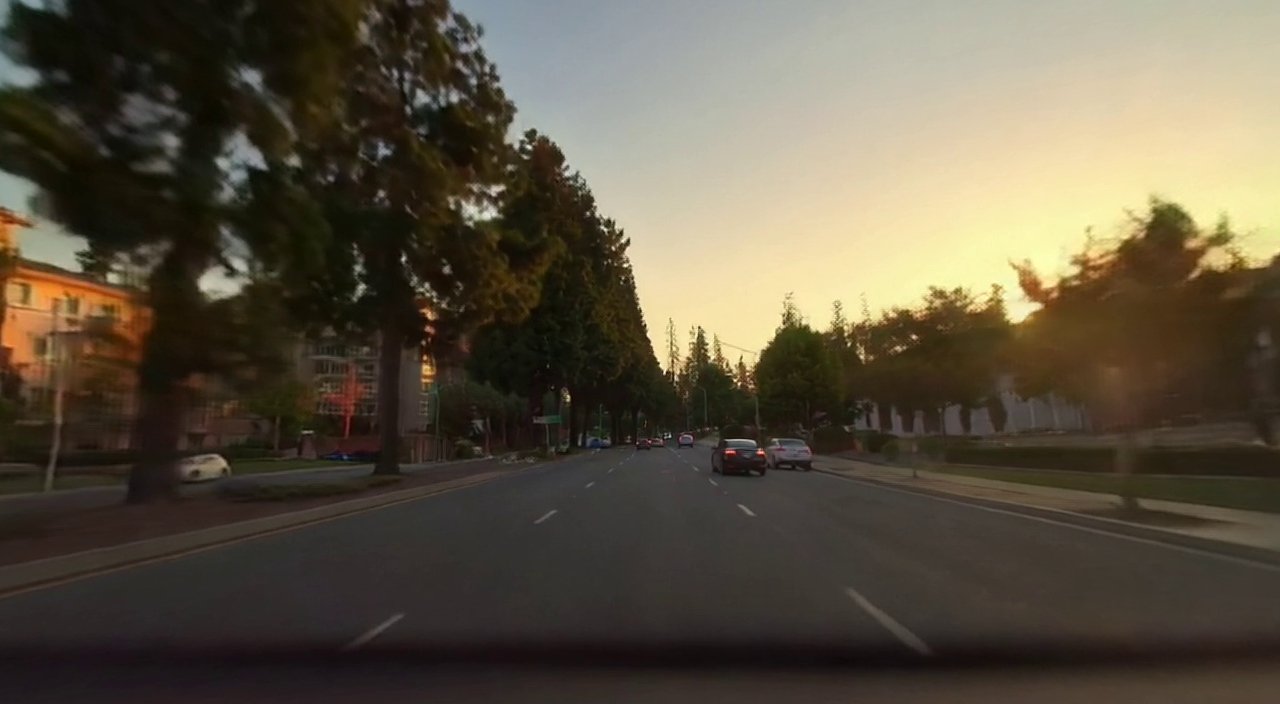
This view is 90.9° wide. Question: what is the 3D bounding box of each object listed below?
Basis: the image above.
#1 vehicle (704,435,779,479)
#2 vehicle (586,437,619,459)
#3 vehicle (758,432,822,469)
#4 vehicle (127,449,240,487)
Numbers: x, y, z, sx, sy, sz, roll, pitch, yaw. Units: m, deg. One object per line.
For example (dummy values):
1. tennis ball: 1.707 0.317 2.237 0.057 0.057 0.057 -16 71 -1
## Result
1. vehicle: 3.753 3.969 24.186 2.128 1.502 4.572 0 -8 0
2. vehicle: -2.659 6.913 45.558 2.049 1.485 4.656 0 -8 1
3. vehicle: 7.496 4.989 31.995 2.121 1.727 4.789 0 -8 0
4. vehicle: -22.329 5.642 31.135 1.883 1.671 4.779 0 -8 2
